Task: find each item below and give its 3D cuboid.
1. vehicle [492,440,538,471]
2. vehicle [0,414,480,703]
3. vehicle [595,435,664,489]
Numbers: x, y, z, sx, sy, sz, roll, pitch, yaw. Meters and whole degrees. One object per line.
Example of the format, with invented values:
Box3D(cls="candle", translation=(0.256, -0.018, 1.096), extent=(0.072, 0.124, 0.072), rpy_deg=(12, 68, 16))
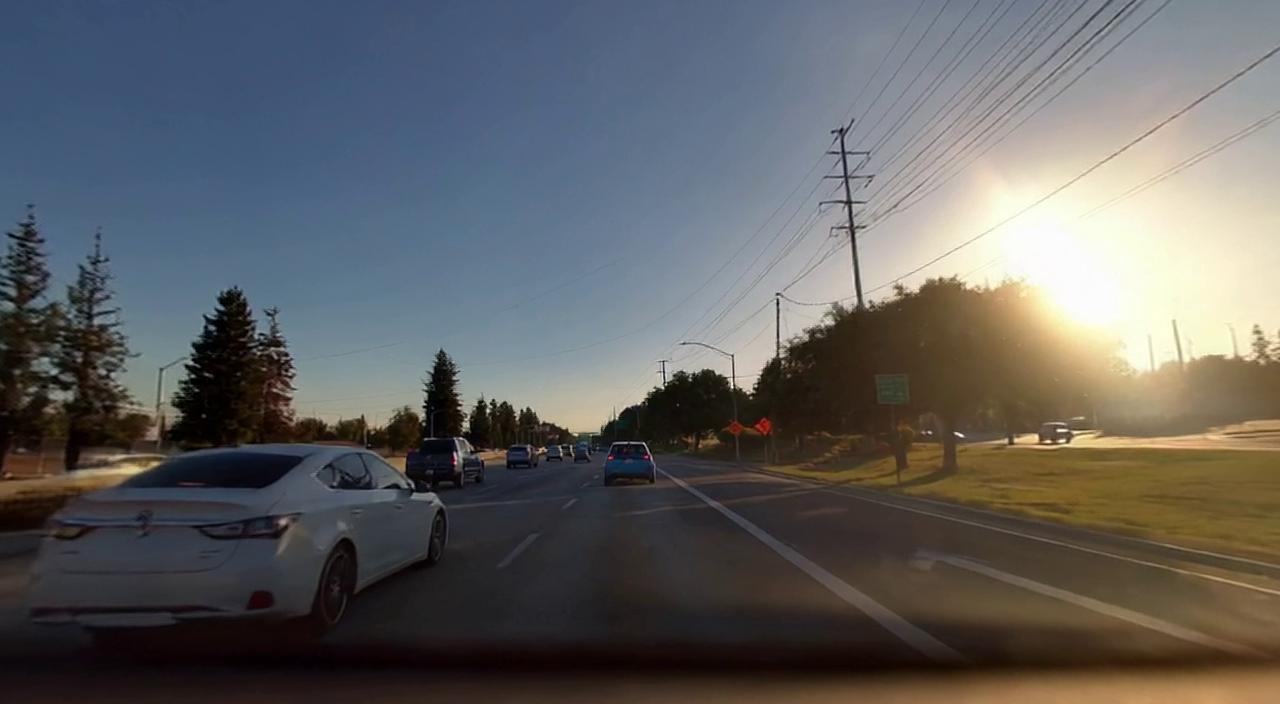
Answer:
Box3D(cls="vehicle", translation=(-7.436, 6.164, 37.872), extent=(1.914, 1.756, 4.179), rpy_deg=(0, -9, 0))
Box3D(cls="vehicle", translation=(-3.137, 1.442, 5.673), extent=(2.174, 1.510, 4.636), rpy_deg=(0, -9, 0))
Box3D(cls="vehicle", translation=(-0.377, 3.711, 21.575), extent=(2.140, 1.653, 4.108), rpy_deg=(0, -9, -1))
